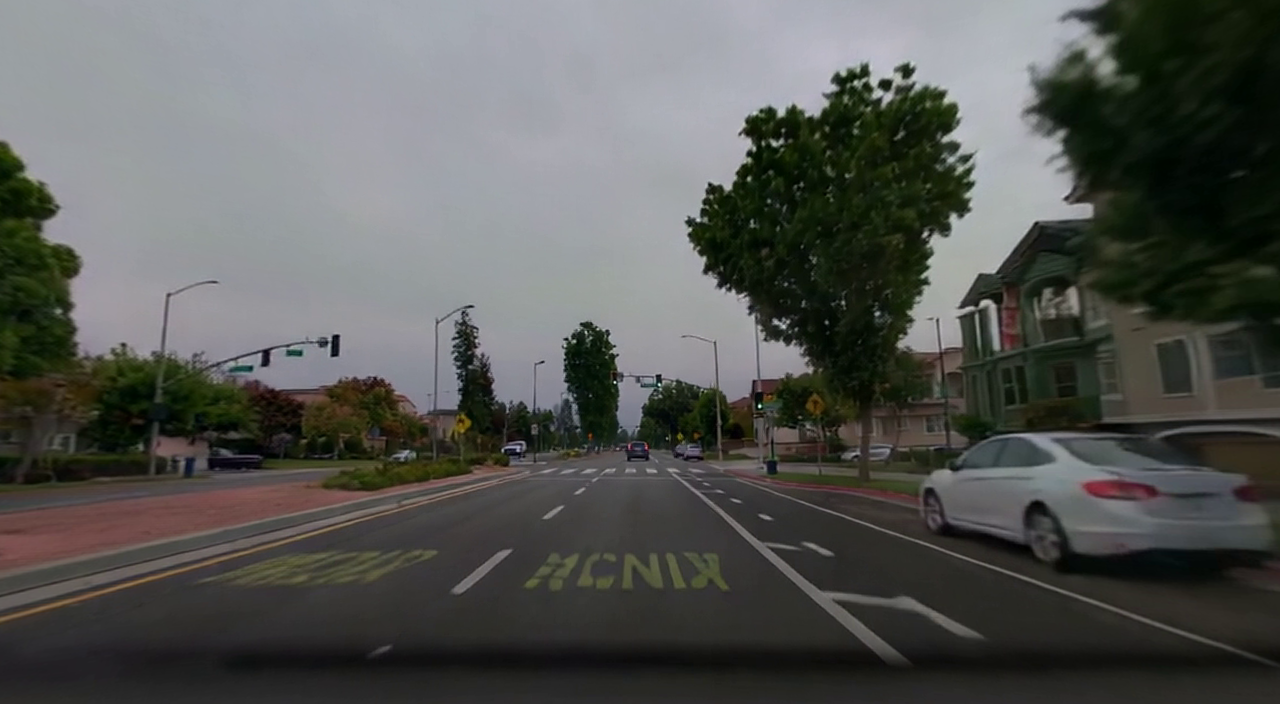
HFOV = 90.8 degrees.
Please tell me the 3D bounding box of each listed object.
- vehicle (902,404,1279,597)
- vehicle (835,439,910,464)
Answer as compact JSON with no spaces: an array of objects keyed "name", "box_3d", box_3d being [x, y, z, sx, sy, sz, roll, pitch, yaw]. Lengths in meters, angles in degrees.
[{"name":"vehicle","box_3d":[5.510,1.738,8.208,2.070,1.710,4.964,0,-9,0]},{"name":"vehicle","box_3d":[16.823,7.214,45.803,4.561,1.723,2.030,0,-9,-5]}]
